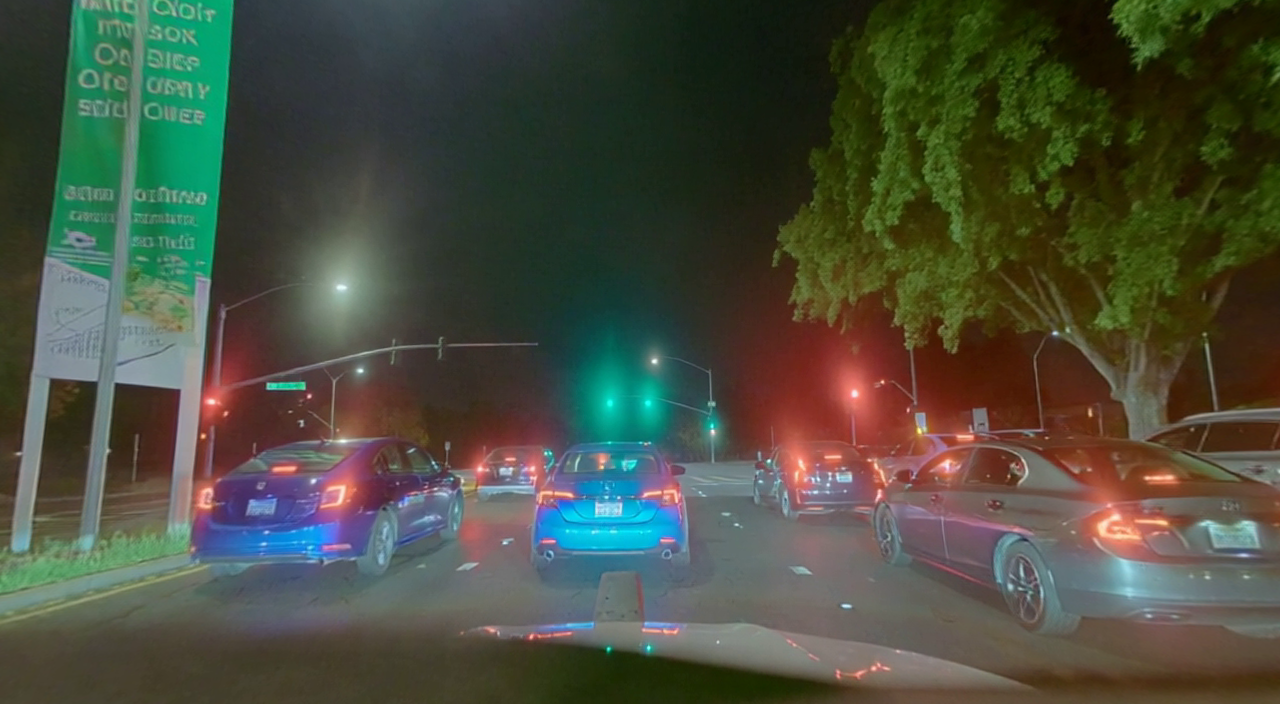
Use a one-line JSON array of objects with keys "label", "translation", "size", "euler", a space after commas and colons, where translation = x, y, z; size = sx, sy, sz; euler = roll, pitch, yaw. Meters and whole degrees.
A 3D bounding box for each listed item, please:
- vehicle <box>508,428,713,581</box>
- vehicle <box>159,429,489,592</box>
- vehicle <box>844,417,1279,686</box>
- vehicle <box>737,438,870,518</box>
[{"label": "vehicle", "translation": [-0.319, 1.768, 8.081], "size": [1.994, 1.479, 3.647], "euler": [0, -9, -1]}, {"label": "vehicle", "translation": [-3.363, 1.745, 7.840], "size": [1.929, 1.457, 4.136], "euler": [0, -9, 0]}, {"label": "vehicle", "translation": [3.604, 1.438, 5.786], "size": [1.953, 1.471, 4.470], "euler": [0, -9, 0]}, {"label": "vehicle", "translation": [3.399, 2.678, 13.946], "size": [1.852, 1.498, 3.825], "euler": [0, -9, -1]}]
